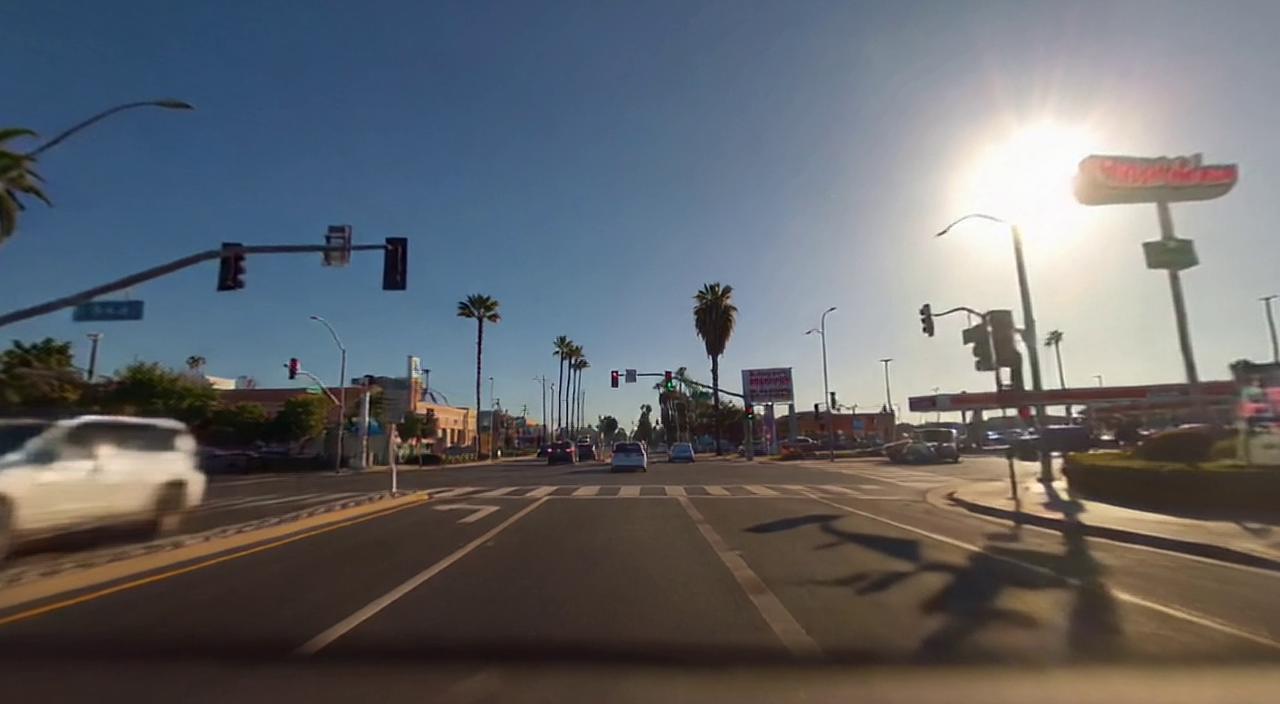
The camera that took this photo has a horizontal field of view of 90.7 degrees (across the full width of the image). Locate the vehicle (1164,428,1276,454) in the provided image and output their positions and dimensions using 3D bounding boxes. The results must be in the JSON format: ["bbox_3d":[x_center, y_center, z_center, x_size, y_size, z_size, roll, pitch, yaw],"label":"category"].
[{"bbox_3d":[34.101,5.257,37.305,4.668,1.469,1.963,0,-8,-1],"label":"vehicle"}]

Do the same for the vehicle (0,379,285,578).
[{"bbox_3d":[-8.460,1.799,9.625,2.440,2.225,6.346,0,-8,-1],"label":"vehicle"}]

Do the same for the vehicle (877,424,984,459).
[{"bbox_3d":[17.074,5.299,37.348,5.173,1.976,2.223,0,-8,0],"label":"vehicle"}]

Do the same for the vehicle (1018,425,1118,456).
[{"bbox_3d":[25.043,5.202,37.135,4.473,1.751,1.909,0,-8,-1],"label":"vehicle"}]

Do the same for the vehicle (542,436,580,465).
[{"bbox_3d":[-5.315,6.652,43.012,2.032,1.747,4.479,-2,-7,-1],"label":"vehicle"}]

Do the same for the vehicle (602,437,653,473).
[{"bbox_3d":[-0.561,4.637,28.770,2.160,1.508,4.319,0,-8,-1],"label":"vehicle"}]

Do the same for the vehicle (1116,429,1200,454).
[{"bbox_3d":[33.163,5.746,40.598,3.696,1.532,1.927,0,-8,-1],"label":"vehicle"}]

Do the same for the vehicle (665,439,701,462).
[{"bbox_3d":[2.932,6.823,43.909,2.060,1.471,4.168,0,-8,-2],"label":"vehicle"}]
